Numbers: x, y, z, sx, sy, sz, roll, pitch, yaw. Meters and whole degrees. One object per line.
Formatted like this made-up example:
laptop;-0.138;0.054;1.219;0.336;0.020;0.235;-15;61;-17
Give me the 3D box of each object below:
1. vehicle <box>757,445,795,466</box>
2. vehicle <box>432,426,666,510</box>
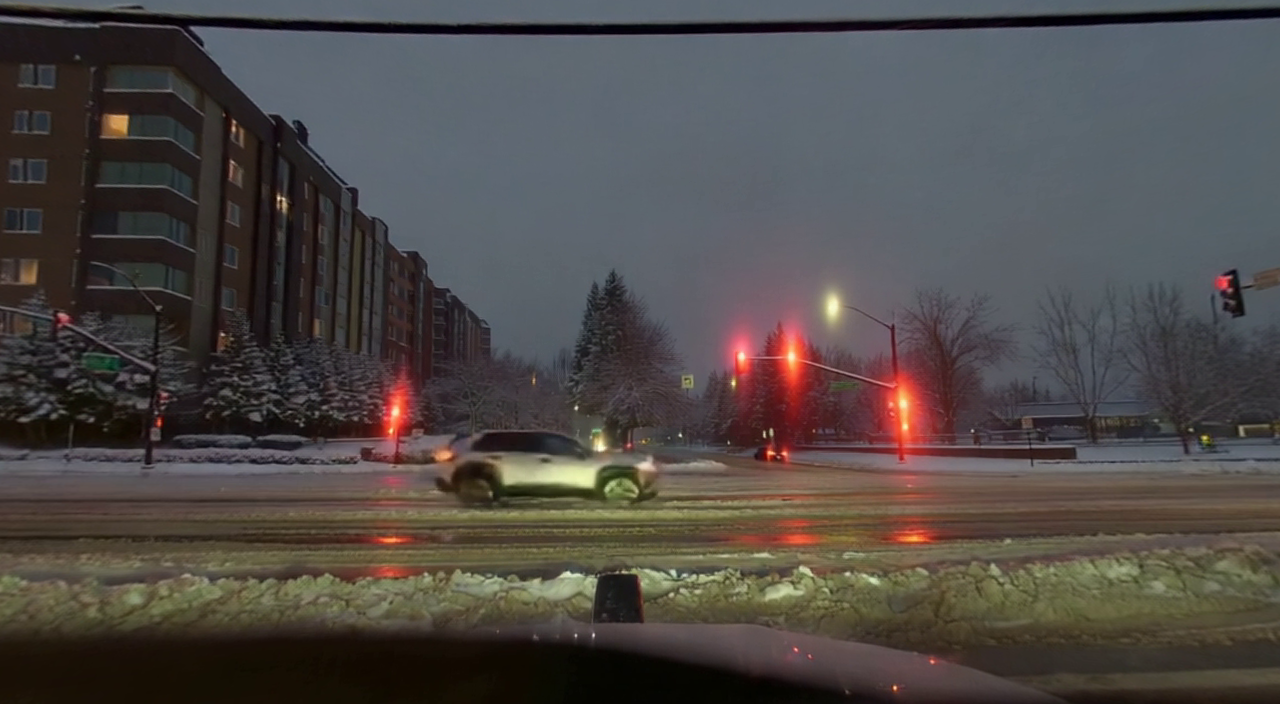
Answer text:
vehicle;9.986;7.652;46.803;2.043;1.454;4.424;-1;-8;3
vehicle;-1.974;2.578;14.365;4.853;1.719;1.986;1;-8;-6
